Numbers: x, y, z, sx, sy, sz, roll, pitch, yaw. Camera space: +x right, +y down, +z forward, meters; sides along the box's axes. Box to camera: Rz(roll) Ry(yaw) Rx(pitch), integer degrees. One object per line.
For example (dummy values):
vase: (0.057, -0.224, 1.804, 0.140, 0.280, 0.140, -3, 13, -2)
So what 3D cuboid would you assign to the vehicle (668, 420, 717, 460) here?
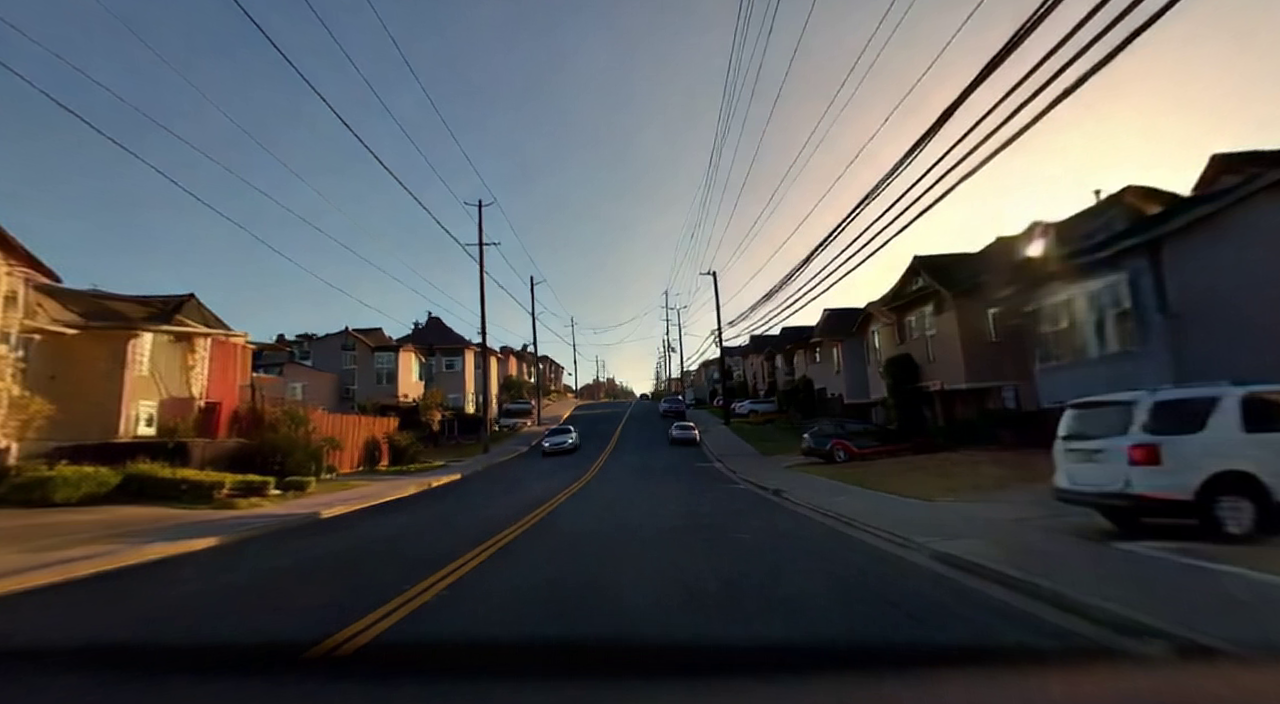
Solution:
vehicle: (2.776, 4.734, 34.416, 2.211, 1.860, 4.813, 0, -5, -1)

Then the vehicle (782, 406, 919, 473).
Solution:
vehicle: (7.836, 3.315, 23.798, 4.286, 2.044, 1.913, -5, -8, -1)

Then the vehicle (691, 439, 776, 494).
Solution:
vehicle: (2.735, 3.472, 19.526, 2.063, 1.503, 4.415, 0, -9, 2)

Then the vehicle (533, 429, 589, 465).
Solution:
vehicle: (-3.880, 4.710, 31.718, 2.096, 1.542, 4.481, 0, -5, 2)

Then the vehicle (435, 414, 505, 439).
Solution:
vehicle: (-12.535, 5.528, 46.677, 4.525, 1.797, 2.024, -1, -9, 4)

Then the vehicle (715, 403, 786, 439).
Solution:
vehicle: (8.046, 5.096, 46.288, 4.622, 1.826, 2.065, -9, -9, 0)

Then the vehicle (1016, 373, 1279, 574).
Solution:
vehicle: (7.875, 1.162, 7.268, 5.512, 1.846, 2.115, -5, -9, 1)
